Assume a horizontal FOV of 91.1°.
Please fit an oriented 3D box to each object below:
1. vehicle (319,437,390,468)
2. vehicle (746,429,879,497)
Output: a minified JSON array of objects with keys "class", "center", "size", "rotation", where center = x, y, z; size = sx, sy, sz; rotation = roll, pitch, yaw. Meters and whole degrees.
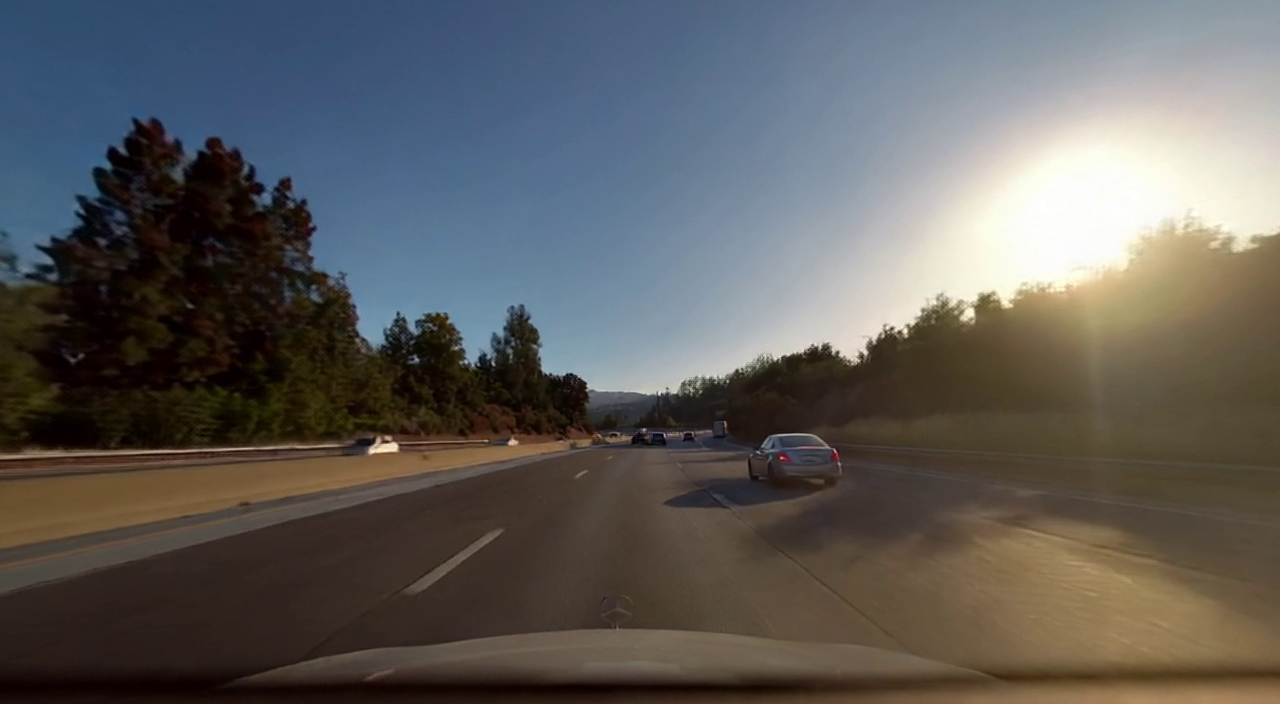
[{"class":"vehicle","center":[-15.847,5.566,35.160],"size":[1.900,1.622,4.292],"rotation":[0,-8,1]},{"class":"vehicle","center":[4.090,2.690,15.733],"size":[1.982,1.452,4.294],"rotation":[0,-8,-2]}]
